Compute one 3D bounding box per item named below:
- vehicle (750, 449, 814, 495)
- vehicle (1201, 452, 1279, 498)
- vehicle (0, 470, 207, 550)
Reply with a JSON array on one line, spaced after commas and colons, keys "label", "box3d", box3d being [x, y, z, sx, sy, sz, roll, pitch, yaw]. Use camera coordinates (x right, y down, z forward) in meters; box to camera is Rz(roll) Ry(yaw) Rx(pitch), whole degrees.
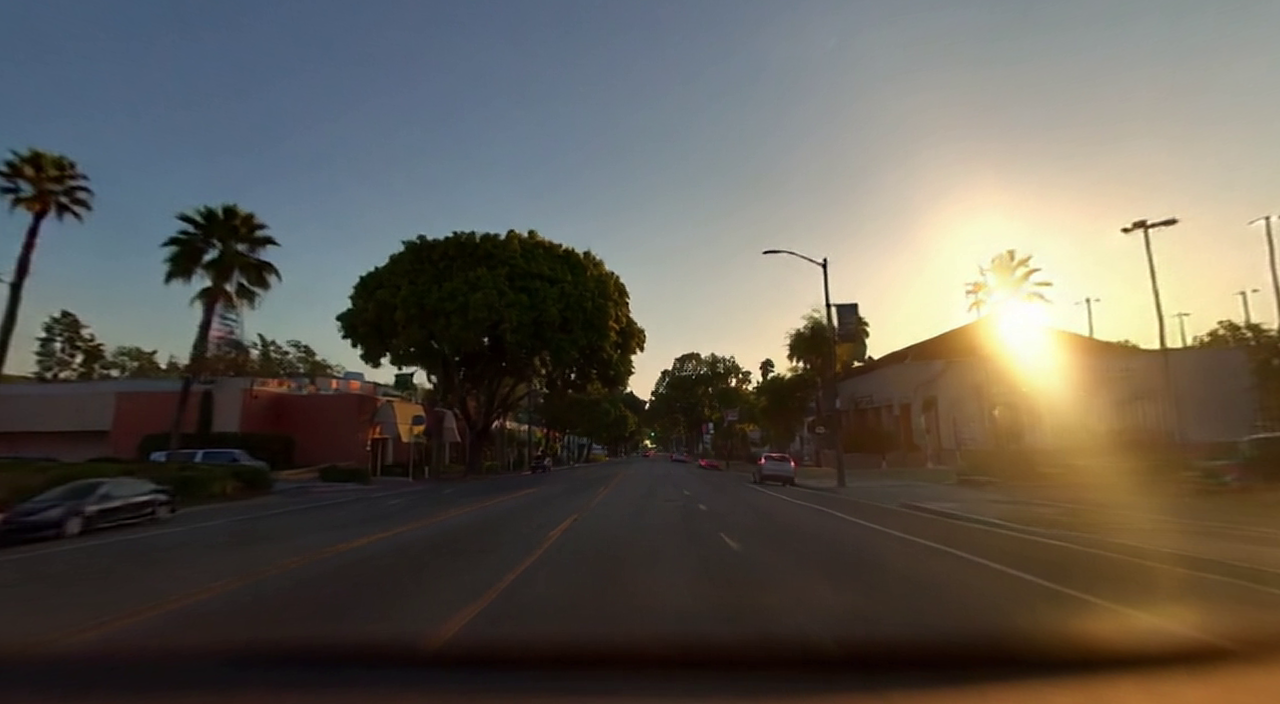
[{"label": "vehicle", "box3d": [5.190, 4.392, 23.545, 2.067, 1.477, 4.653, -2, -9, 10]}, {"label": "vehicle", "box3d": [23.830, 4.583, 23.542, 1.827, 1.492, 4.154, -1, -16, -1]}, {"label": "vehicle", "box3d": [-12.802, 3.664, 15.202, 1.791, 1.446, 4.368, 0, -8, -2]}]
